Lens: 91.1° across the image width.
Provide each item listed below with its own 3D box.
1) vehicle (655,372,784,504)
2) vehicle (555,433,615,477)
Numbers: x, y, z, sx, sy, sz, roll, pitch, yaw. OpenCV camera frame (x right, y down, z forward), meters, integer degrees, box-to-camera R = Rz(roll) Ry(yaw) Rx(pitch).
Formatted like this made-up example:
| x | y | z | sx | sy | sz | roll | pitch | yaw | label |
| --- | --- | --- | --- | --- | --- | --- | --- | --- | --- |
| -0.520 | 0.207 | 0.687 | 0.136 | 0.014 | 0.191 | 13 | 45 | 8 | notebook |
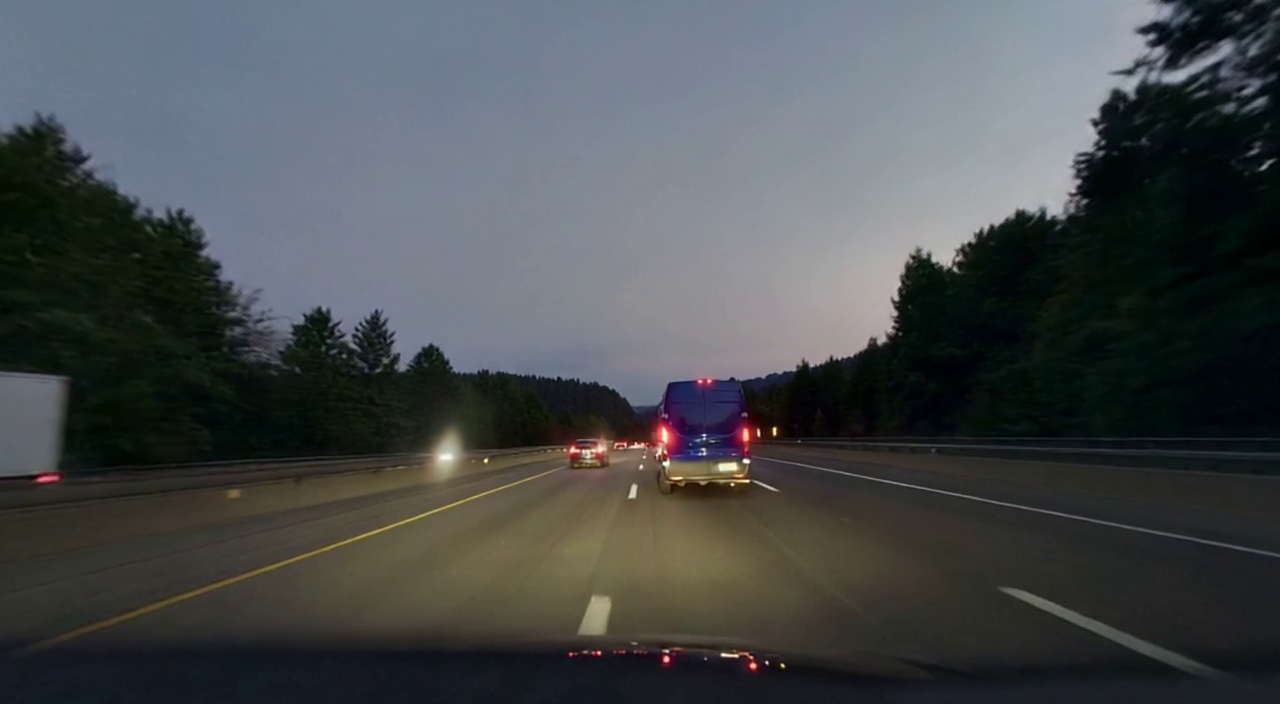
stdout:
| x | y | z | sx | sy | sz | roll | pitch | yaw | label |
| --- | --- | --- | --- | --- | --- | --- | --- | --- | --- |
| 1.660 | 2.177 | 16.095 | 2.416 | 2.595 | 7.243 | 0 | -8 | 1 | vehicle |
| -2.052 | 3.955 | 24.528 | 1.900 | 1.524 | 4.324 | 0 | -8 | 1 | vehicle |
